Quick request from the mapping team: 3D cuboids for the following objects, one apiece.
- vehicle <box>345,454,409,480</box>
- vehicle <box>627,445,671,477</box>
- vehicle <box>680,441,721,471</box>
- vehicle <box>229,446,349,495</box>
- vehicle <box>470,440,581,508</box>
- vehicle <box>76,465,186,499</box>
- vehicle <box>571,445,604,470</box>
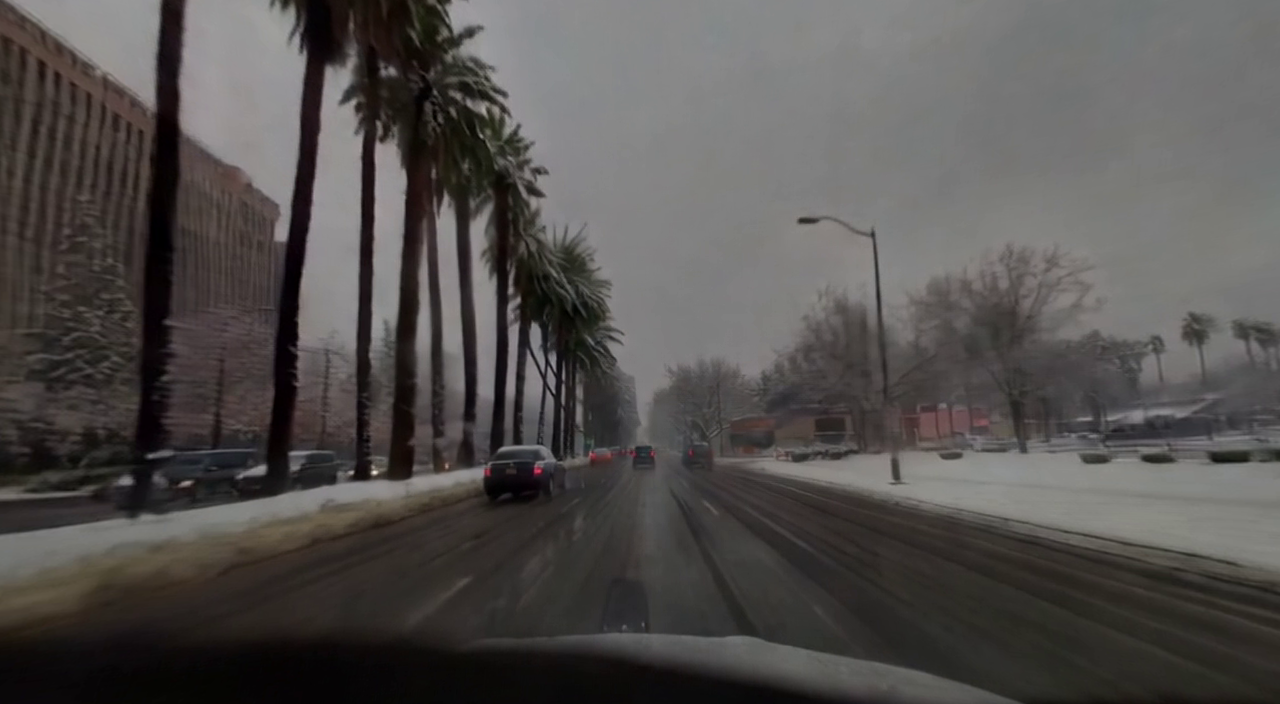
[{"bbox_3d":[-16.830,7.390,40.608,1.937,1.480,4.889,0,-8,1],"label":"vehicle"},{"bbox_3d":[0.437,5.560,32.375,2.147,1.507,3.953,0,-8,0],"label":"vehicle"},{"bbox_3d":[3.758,6.546,39.805,2.108,1.785,4.334,0,-8,-1],"label":"vehicle"},{"bbox_3d":[-13.647,4.593,24.925,2.096,1.721,4.628,0,-8,-1],"label":"vehicle"},{"bbox_3d":[-2.771,3.058,16.319,1.908,1.505,4.369,0,-8,2],"label":"vehicle"},{"bbox_3d":[-26.308,6.732,32.831,1.872,1.472,4.513,0,-8,1],"label":"vehicle"},{"bbox_3d":[-3.748,7.607,45.812,2.168,1.719,4.283,0,-8,-2],"label":"vehicle"}]
